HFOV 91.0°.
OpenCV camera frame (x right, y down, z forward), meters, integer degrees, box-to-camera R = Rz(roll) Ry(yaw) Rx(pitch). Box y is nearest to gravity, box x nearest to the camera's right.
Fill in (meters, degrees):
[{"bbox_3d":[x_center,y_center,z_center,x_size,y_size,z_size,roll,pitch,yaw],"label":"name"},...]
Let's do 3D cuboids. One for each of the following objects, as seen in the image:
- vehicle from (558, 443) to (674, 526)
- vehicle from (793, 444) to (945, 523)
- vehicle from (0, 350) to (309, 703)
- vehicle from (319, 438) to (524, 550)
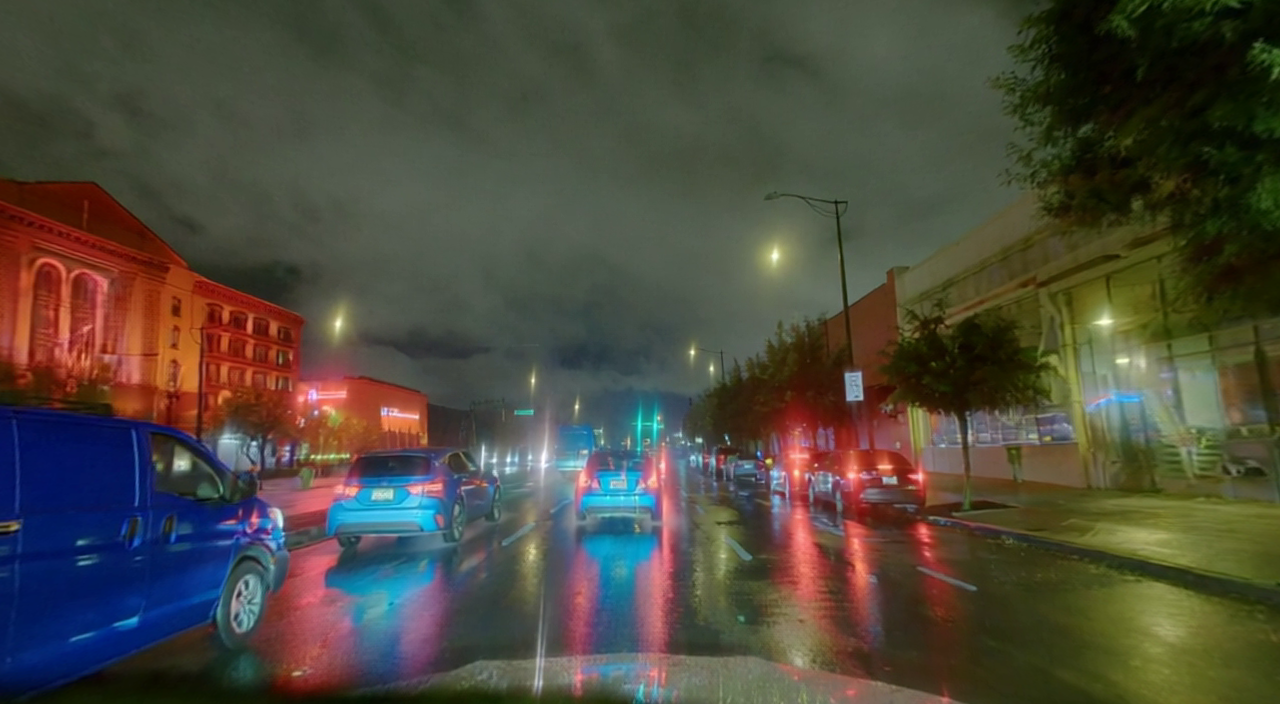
[{"bbox_3d":[-0.440,2.796,13.885,2.152,1.518,4.113,0,-9,0],"label":"vehicle"},{"bbox_3d":[4.902,2.851,14.188,1.832,1.491,4.054,1,-9,-1],"label":"vehicle"},{"bbox_3d":[-3.732,0.873,2.555,2.140,1.768,4.685,0,-9,1],"label":"vehicle"},{"bbox_3d":[-3.527,2.366,11.241,1.995,1.554,4.426,0,-9,1],"label":"vehicle"}]
